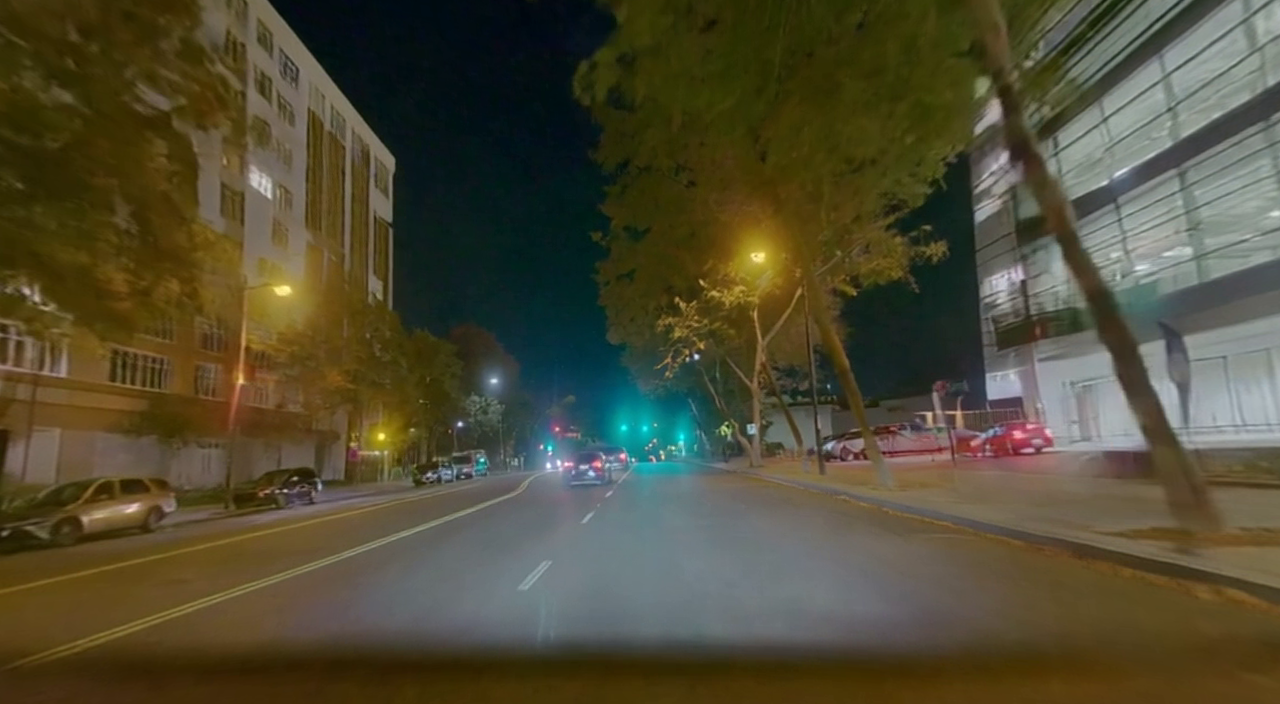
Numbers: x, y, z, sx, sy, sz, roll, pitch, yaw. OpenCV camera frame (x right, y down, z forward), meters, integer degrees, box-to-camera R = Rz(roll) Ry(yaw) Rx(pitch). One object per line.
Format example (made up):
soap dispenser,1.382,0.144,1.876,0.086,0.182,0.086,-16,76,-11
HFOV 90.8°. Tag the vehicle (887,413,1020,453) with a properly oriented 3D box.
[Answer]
vehicle,13.572,3.575,27.623,4.619,1.626,2.121,-1,-9,5

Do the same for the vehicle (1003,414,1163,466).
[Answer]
vehicle,13.452,2.667,19.356,3.527,1.496,1.836,0,-7,-2

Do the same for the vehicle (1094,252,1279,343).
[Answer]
vehicle,12.921,-1.210,14.337,3.766,1.593,1.771,-2,-9,-2

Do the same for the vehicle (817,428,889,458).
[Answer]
vehicle,12.878,5.524,38.347,3.556,1.414,1.851,-5,-7,-3

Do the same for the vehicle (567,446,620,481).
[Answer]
vehicle,-2.061,5.083,29.021,2.051,1.454,4.132,0,-8,1

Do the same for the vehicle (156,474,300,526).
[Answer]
vehicle,-14.858,5.345,23.180,2.021,1.438,4.616,-2,-9,3

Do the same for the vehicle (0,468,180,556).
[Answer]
vehicle,-15.300,4.237,17.181,2.079,1.847,4.592,-4,-9,2

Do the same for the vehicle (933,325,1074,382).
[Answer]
vehicle,12.873,0.087,22.572,3.826,1.601,1.807,-3,-8,-2

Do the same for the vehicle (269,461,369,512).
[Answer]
vehicle,-14.807,6.182,29.491,1.917,1.775,5.018,-9,-9,0

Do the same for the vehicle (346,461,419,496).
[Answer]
vehicle,-14.295,7.014,35.341,1.984,1.635,4.525,-3,-9,3

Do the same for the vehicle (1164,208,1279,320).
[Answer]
vehicle,12.317,-1.572,11.521,3.827,1.556,1.730,-1,-10,2
